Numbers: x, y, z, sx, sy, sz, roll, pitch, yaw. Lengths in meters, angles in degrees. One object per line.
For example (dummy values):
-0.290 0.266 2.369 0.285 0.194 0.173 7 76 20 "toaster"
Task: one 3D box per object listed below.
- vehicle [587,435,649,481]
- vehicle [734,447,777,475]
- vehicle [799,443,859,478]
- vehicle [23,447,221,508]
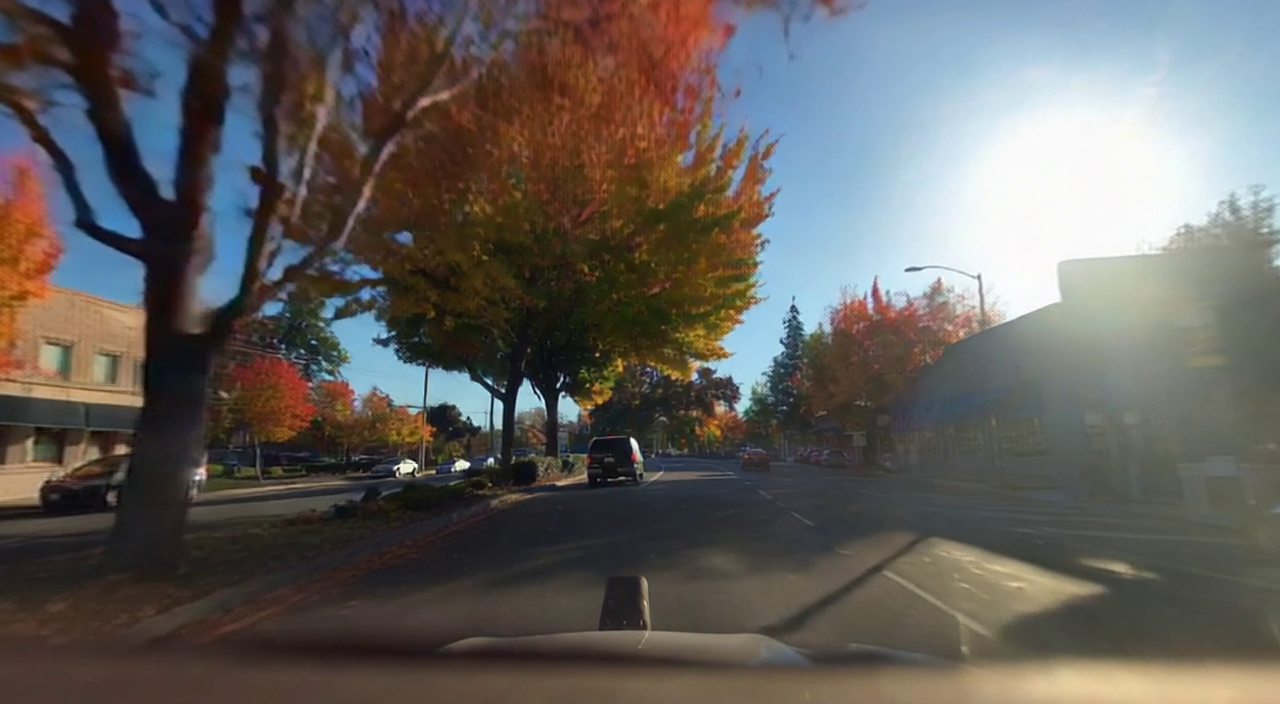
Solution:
-0.854 4.693 28.183 2.344 1.863 4.665 0 -8 3 "vehicle"
6.532 6.207 36.082 1.886 1.464 4.290 0 -8 3 "vehicle"
10.101 5.788 34.089 2.040 1.738 4.414 0 -8 3 "vehicle"
-17.581 4.230 21.913 1.914 1.785 5.408 -1 -8 6 "vehicle"
